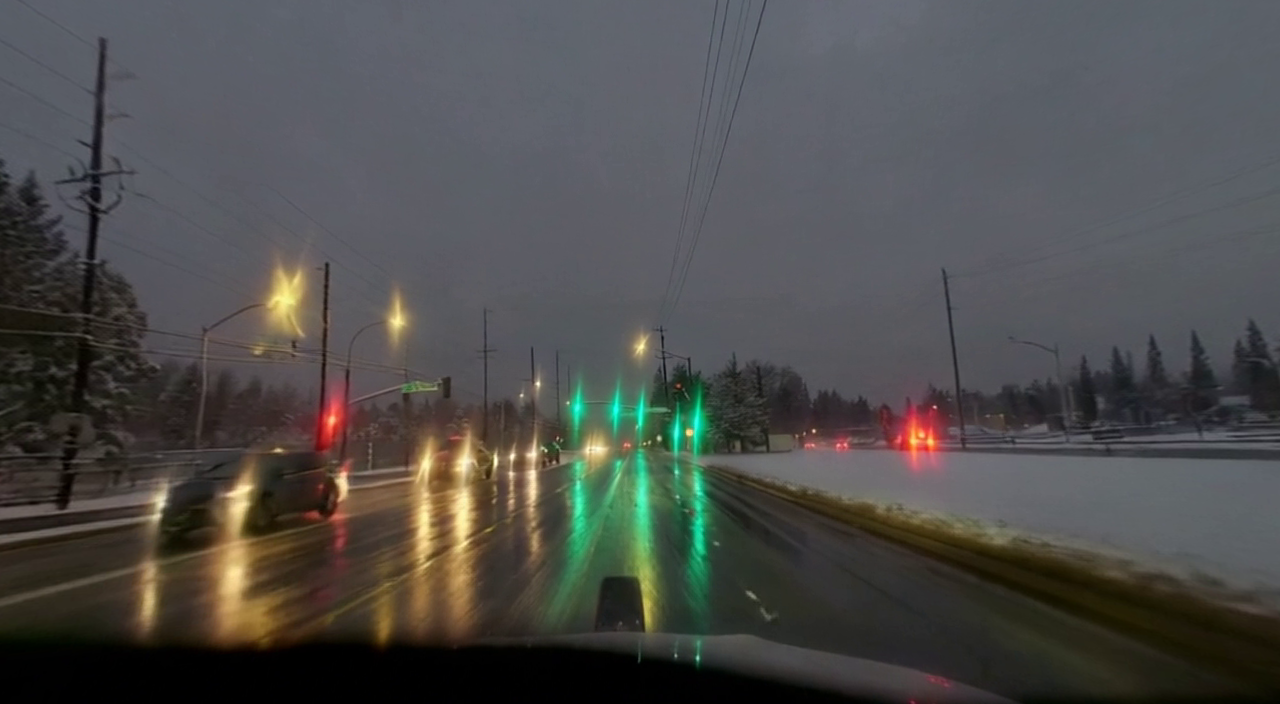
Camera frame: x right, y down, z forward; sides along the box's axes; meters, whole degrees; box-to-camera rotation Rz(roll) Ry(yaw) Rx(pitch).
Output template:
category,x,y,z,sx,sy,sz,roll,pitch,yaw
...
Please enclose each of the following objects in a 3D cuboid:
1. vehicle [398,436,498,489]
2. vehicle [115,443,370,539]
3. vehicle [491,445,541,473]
category,x,y,z,sx,sy,sz,roll,pitch,yaw
vehicle,-7.013,4.083,23.728,2.101,1.768,5.040,0,-8,1
vehicle,-7.083,2.473,11.990,2.008,1.456,4.409,0,-8,-1
vehicle,-6.978,6.037,35.961,1.854,1.481,4.518,-1,-8,1
